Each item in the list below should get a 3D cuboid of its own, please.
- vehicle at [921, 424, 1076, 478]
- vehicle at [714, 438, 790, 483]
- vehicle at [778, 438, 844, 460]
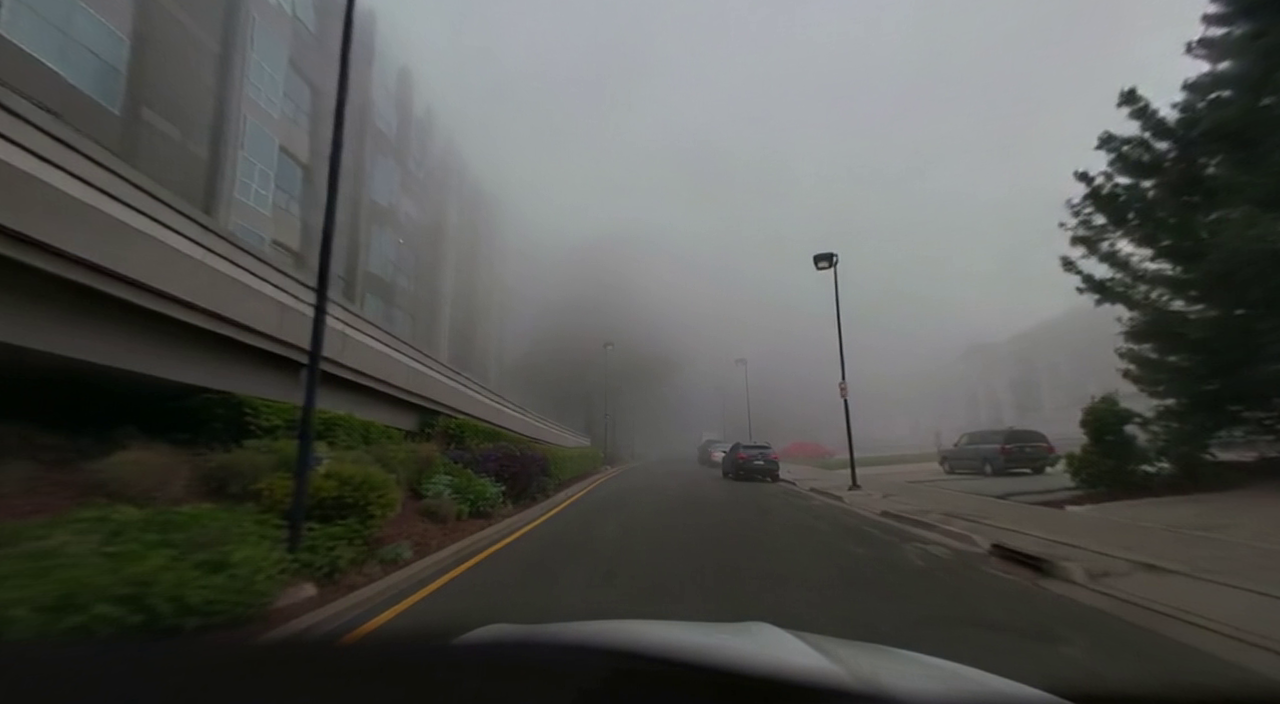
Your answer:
[{"bbox_3d":[10.704,3.026,19.363,1.997,1.430,4.986,-1,-9,2],"label":"vehicle"},{"bbox_3d":[4.014,3.989,23.403,2.024,1.475,4.565,0,-9,1],"label":"vehicle"},{"bbox_3d":[12.411,7.034,45.894,4.163,1.471,1.914,-1,-9,-1],"label":"vehicle"}]
